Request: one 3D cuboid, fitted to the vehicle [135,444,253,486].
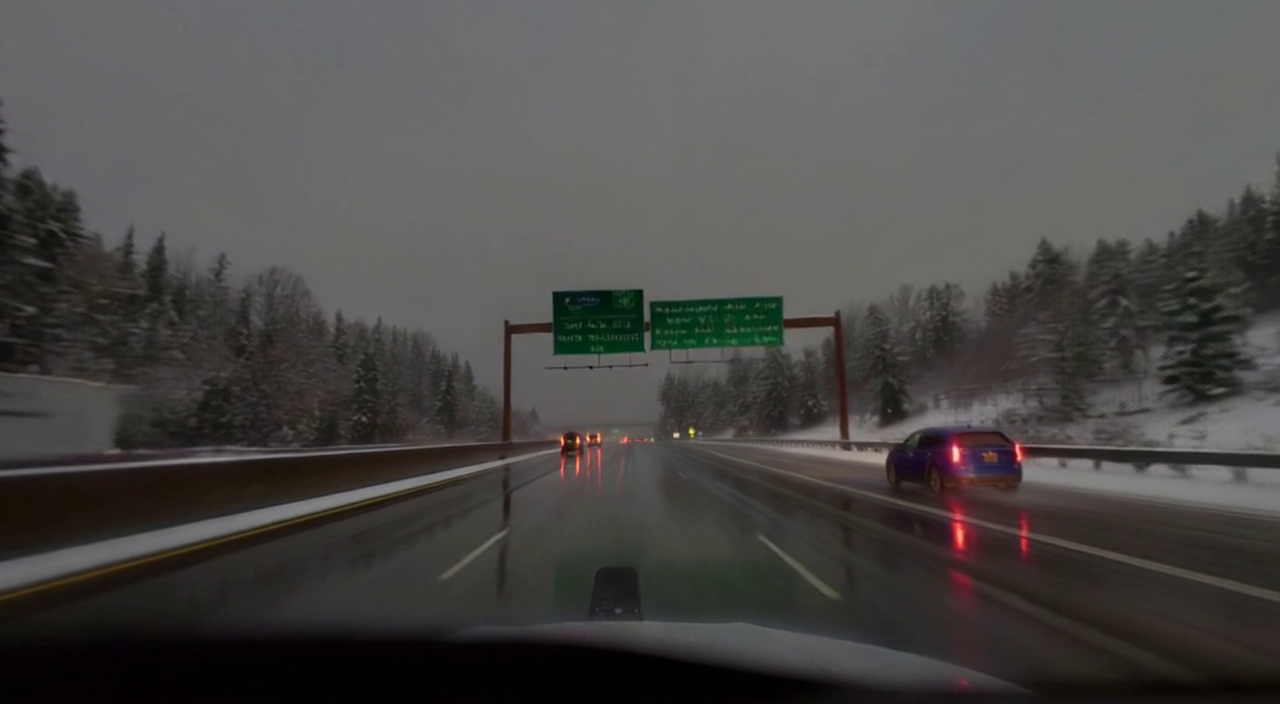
[{"bbox_3d":[-17.193,4.333,24.470,1.760,1.473,3.820,0,-8,0],"label":"vehicle"}]

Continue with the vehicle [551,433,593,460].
[{"bbox_3d":[-3.918,5.502,36.734,2.032,1.465,4.316,0,-8,-1],"label":"vehicle"}]

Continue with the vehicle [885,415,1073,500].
[{"bbox_3d":[7.351,2.319,14.192,1.956,1.634,3.935,0,-8,-1],"label":"vehicle"}]

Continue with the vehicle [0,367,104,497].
[{"bbox_3d":[-21.270,2.019,16.061,2.899,4.010,14.107,0,-8,-1],"label":"vehicle"}]
